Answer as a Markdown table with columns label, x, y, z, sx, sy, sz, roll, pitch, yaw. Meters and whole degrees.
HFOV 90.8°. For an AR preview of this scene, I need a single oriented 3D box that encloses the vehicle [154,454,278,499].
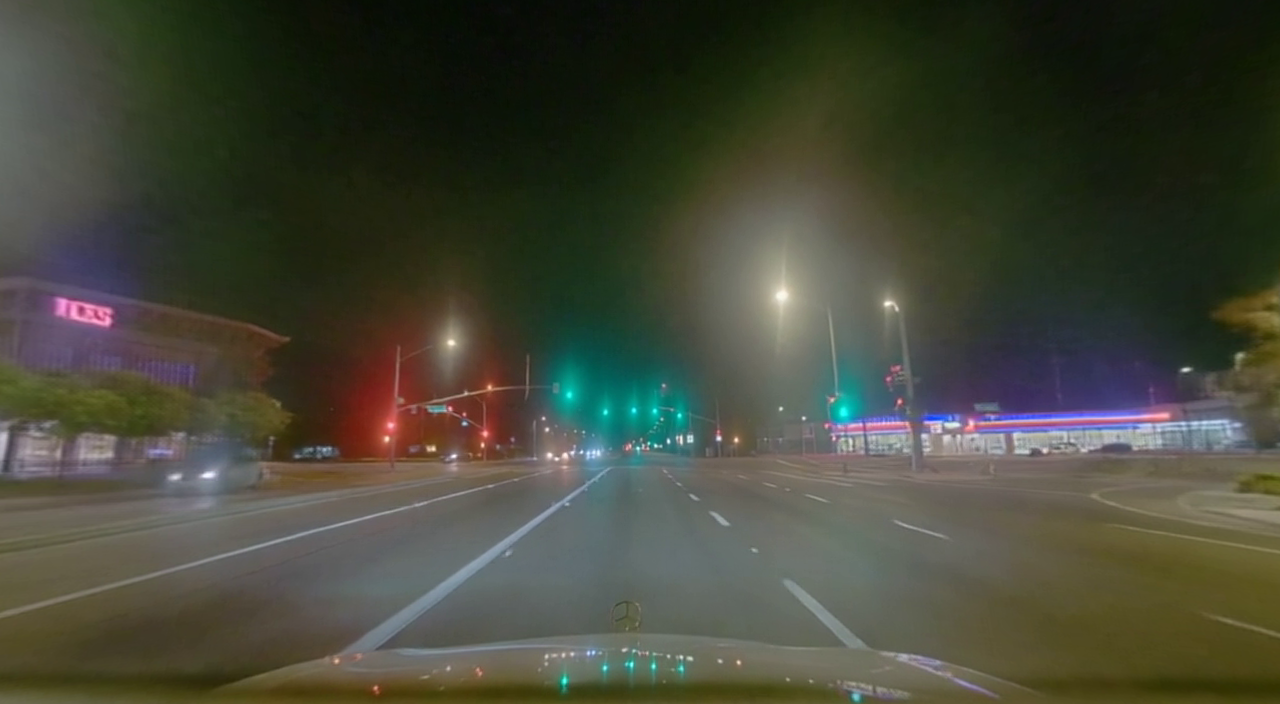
| label | x | y | z | sx | sy | sz | roll | pitch | yaw |
| --- | --- | --- | --- | --- | --- | --- | --- | --- | --- |
| vehicle | -15.755 | 4.626 | 23.837 | 1.930 | 1.473 | 4.480 | 1 | -9 | -6 |
